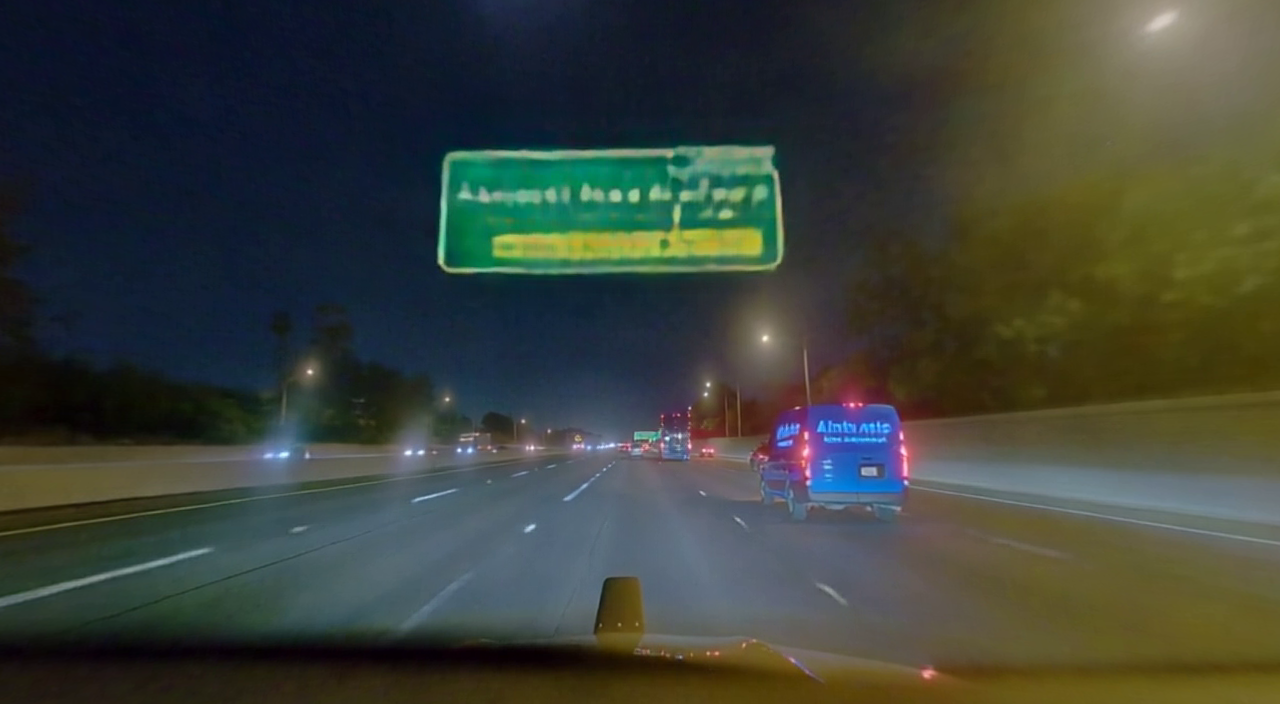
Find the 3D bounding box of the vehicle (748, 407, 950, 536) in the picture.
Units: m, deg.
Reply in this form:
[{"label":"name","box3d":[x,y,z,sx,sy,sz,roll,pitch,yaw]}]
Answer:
[{"label":"vehicle","box3d":[3.582,2.163,12.015,2.035,1.931,4.841,0,-9,-2]}]

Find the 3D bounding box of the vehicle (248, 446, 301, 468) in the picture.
[{"label":"vehicle","box3d":[-25.368,7.289,43.973,1.576,1.408,3.540,0,-9,0]}]
